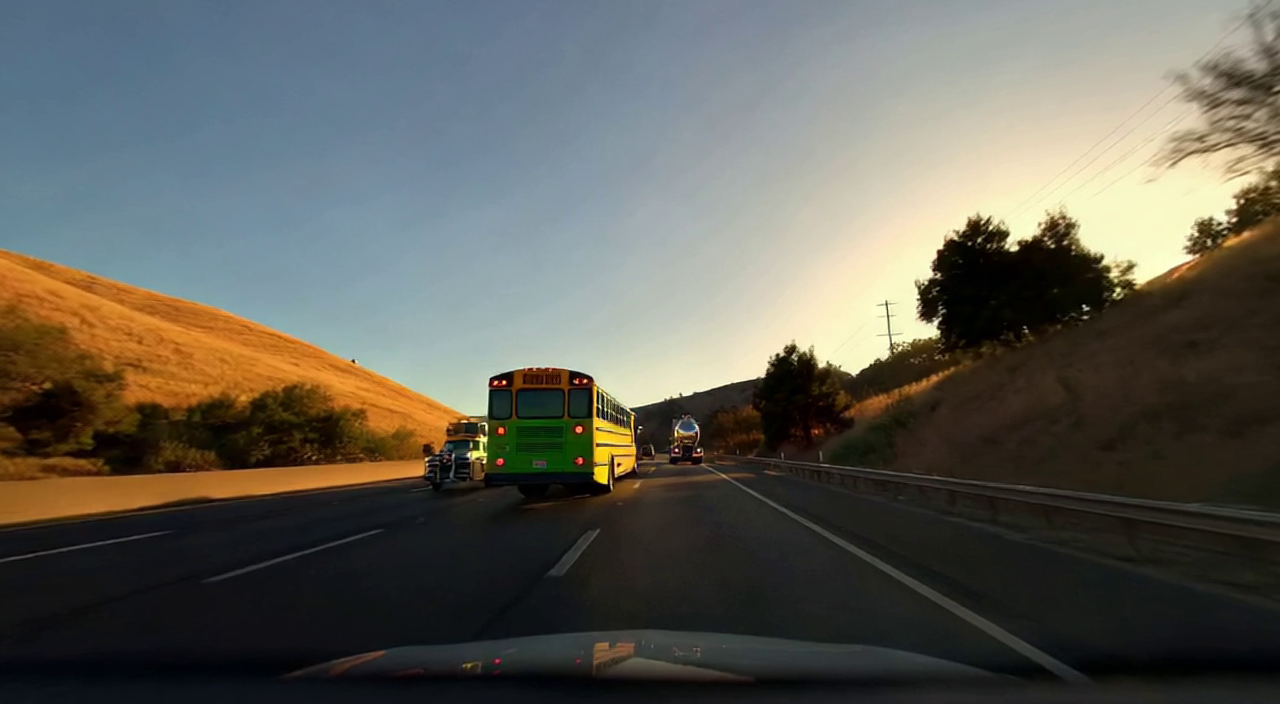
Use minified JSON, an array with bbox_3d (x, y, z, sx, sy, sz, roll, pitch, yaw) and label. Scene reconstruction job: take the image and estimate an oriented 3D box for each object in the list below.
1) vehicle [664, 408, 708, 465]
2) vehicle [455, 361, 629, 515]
[{"bbox_3d":[3.160,6.057,44.750,2.716,3.705,7.018,0,-9,1],"label":"vehicle"},{"bbox_3d":[-2.169,2.576,18.714,2.948,3.265,10.569,0,-8,3],"label":"vehicle"}]
